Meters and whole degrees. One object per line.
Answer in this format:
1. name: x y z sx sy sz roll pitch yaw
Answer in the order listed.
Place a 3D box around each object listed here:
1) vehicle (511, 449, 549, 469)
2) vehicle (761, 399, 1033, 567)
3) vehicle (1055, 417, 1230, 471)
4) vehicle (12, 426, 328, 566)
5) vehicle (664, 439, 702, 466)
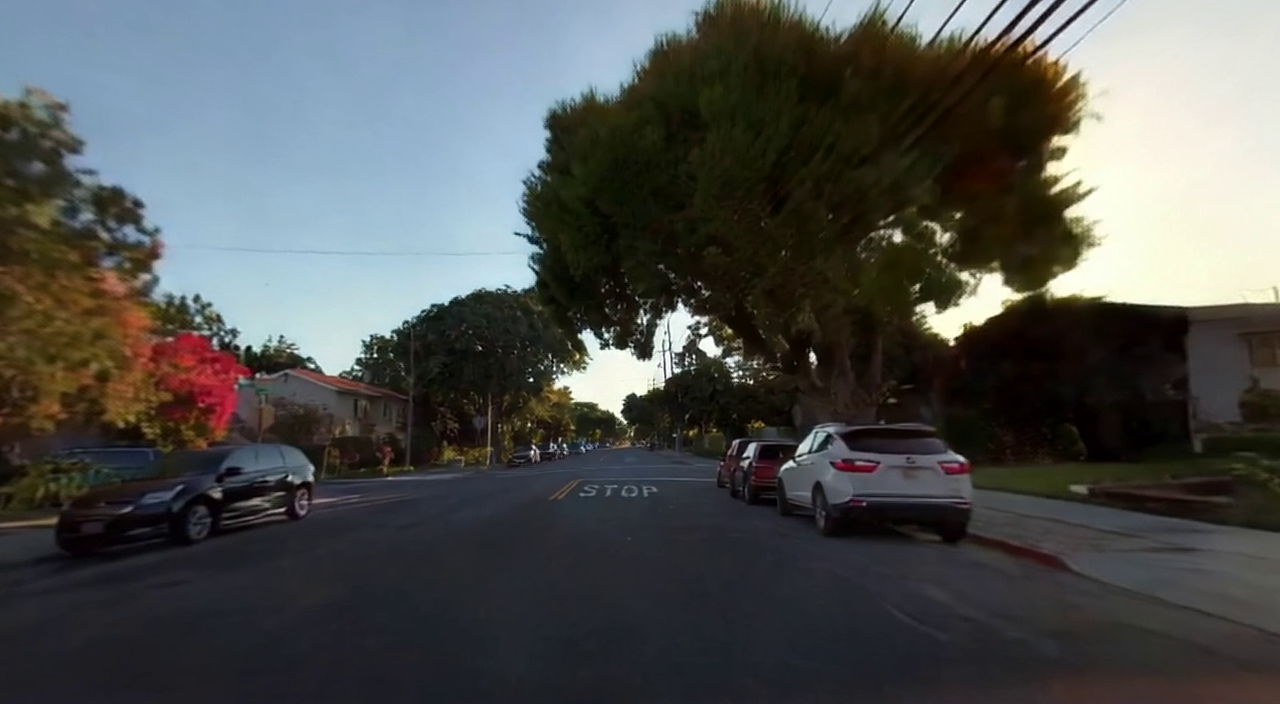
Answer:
1. vehicle: -7.501 7.357 43.563 1.926 1.307 3.909 0 -9 0
2. vehicle: 3.177 1.723 8.988 1.993 1.778 4.311 0 -9 0
3. vehicle: 19.209 3.534 24.367 4.826 1.933 2.166 1 -8 1
4. vehicle: -7.281 2.312 10.559 1.980 1.664 4.342 -5 -11 0
5. vehicle: 2.828 6.747 42.451 2.114 1.708 4.474 0 -9 -1
